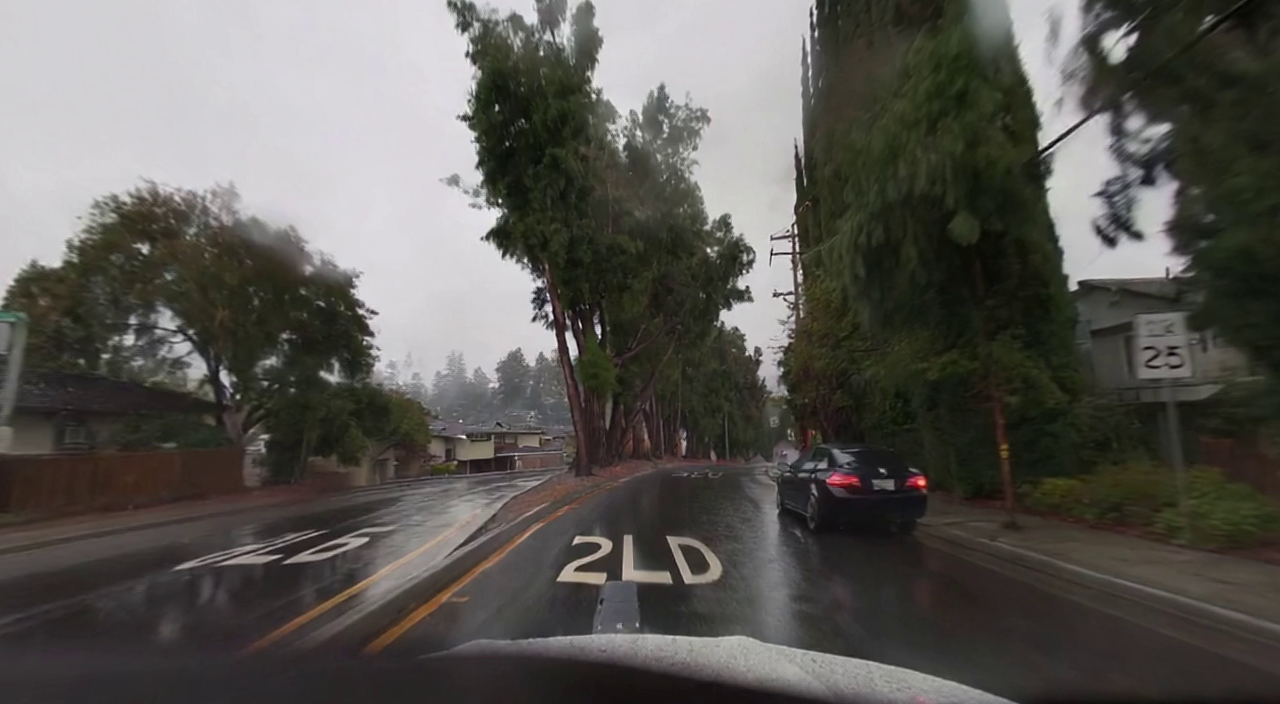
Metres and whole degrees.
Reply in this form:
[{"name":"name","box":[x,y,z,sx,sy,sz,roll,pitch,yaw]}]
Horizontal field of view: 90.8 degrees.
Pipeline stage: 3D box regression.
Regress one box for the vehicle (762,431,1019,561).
[{"name":"vehicle","box":[3.360,2.010,9.681,1.965,1.486,4.582,0,-8,-1]}]
